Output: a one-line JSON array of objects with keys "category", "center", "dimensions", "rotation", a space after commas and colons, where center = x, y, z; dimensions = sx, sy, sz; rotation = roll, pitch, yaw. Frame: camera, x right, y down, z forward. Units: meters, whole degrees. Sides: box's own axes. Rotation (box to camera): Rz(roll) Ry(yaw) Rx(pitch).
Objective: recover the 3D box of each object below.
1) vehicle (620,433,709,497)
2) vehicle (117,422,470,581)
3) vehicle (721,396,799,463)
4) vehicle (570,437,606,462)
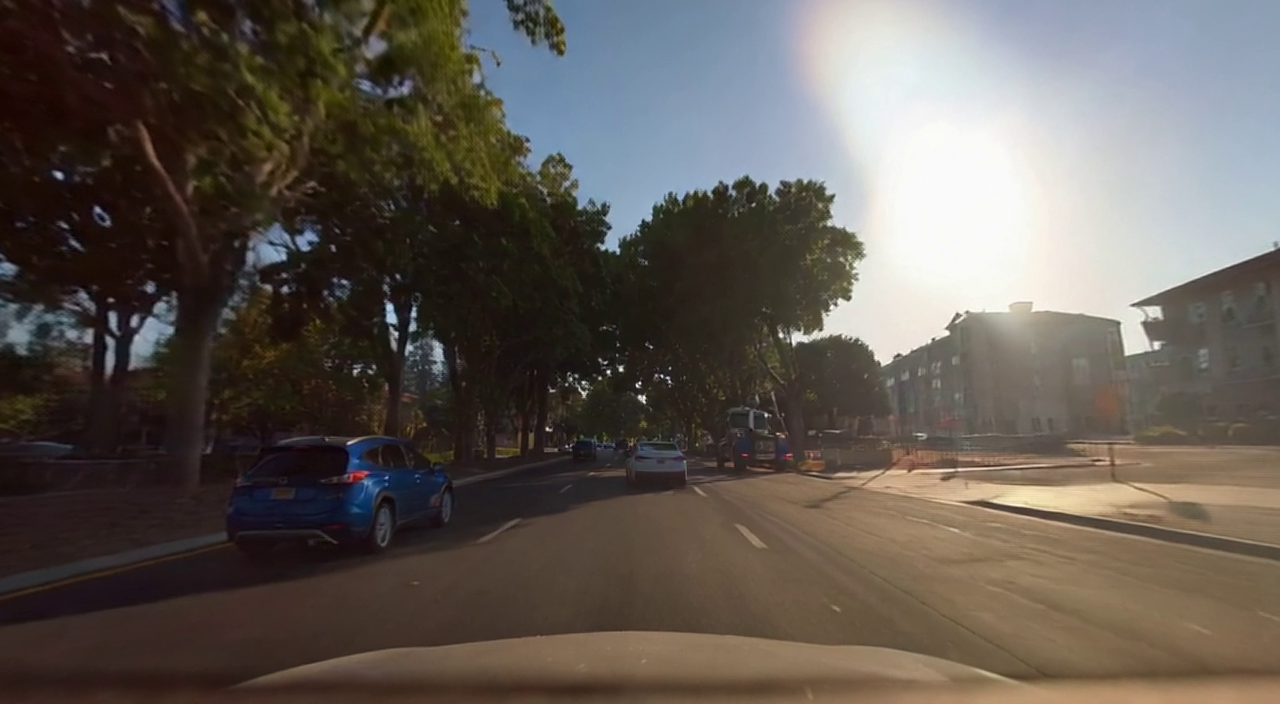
[{"category": "vehicle", "center": [0.557, 2.952, 16.865], "dimensions": [2.086, 1.466, 4.026], "rotation": [0, -8, 0]}, {"category": "vehicle", "center": [-4.004, 1.796, 8.546], "dimensions": [2.003, 1.507, 4.808], "rotation": [0, -8, 1]}, {"category": "vehicle", "center": [5.925, 3.993, 32.154], "dimensions": [2.736, 3.078, 5.825], "rotation": [0, -8, -1]}, {"category": "vehicle", "center": [-3.658, 6.917, 44.687], "dimensions": [2.062, 1.641, 4.193], "rotation": [0, -8, 2]}]
